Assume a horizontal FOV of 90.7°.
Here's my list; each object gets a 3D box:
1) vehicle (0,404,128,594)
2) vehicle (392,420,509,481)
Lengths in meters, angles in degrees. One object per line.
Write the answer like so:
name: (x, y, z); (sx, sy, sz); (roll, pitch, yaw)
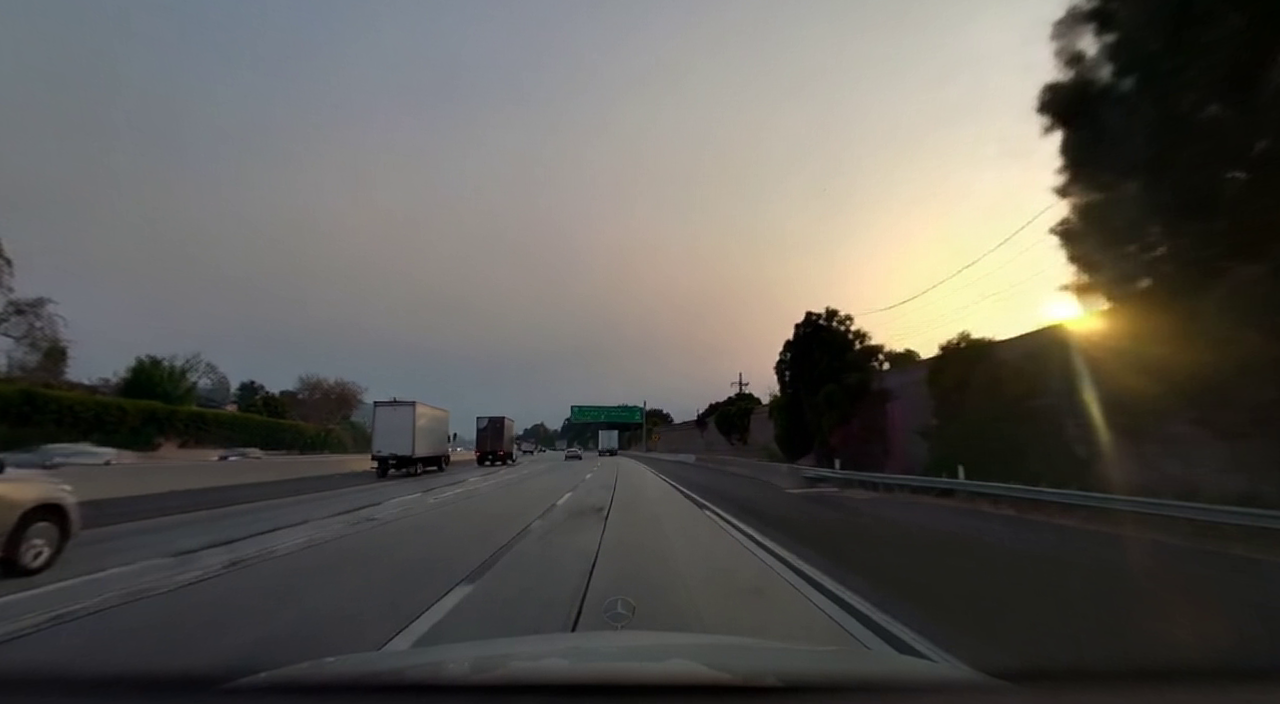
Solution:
vehicle: (-7.073, 1.225, 4.828); (2.093, 1.785, 5.303); (0, -8, -3)
vehicle: (-9.908, 5.430, 35.327); (3.270, 2.674, 14.547); (1, -8, -5)
